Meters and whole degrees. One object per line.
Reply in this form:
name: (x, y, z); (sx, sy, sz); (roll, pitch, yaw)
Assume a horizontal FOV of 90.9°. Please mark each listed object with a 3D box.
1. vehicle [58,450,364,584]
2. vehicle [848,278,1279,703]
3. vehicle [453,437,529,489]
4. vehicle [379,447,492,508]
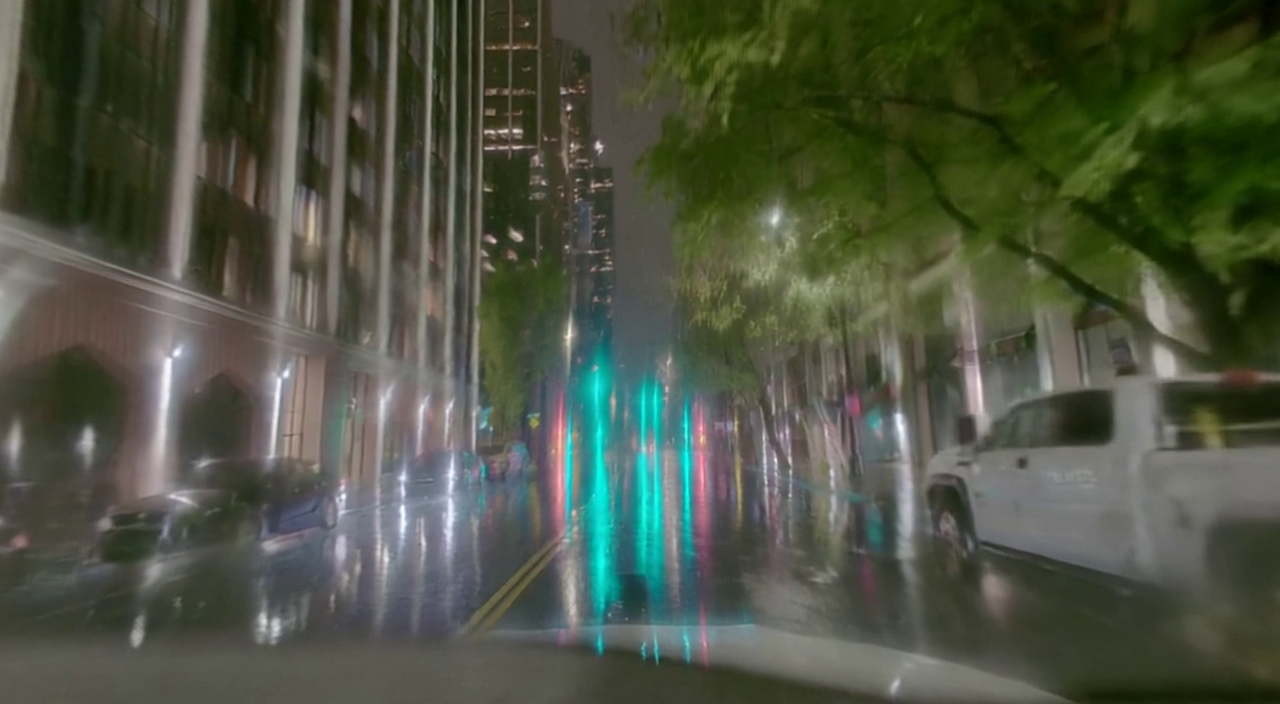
vehicle: (-6.645, 2.515, 10.583); (2.110, 1.498, 4.555); (-5, -8, -2)
vehicle: (3.916, 1.000, 4.651); (2.568, 2.001, 5.999); (1, -8, -2)
vehicle: (-6.491, 4.854, 27.995); (2.273, 1.871, 4.920); (-5, -8, -2)
vehicle: (-6.651, 4.089, 21.142); (2.270, 1.539, 4.855); (-5, -8, -2)
